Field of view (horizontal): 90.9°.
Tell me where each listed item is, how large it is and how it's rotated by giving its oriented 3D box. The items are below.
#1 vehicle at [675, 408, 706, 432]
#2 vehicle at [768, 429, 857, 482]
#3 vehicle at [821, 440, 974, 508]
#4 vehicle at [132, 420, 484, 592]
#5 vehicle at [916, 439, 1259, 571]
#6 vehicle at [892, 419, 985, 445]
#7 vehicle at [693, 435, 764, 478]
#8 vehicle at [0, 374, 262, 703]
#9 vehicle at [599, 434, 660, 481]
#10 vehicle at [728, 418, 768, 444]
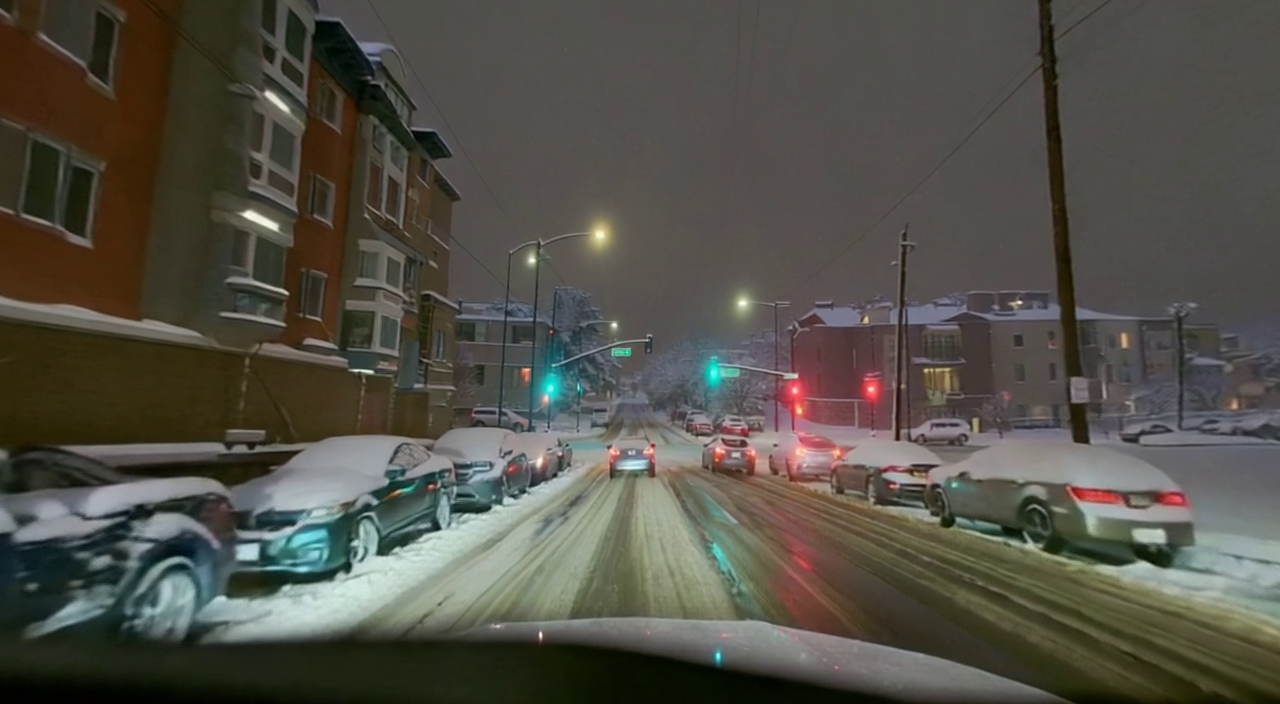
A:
[{"bbox_3d":[3.817,5.268,48.503,2.093,1.655,4.327,0,-9,1],"label":"vehicle"},{"bbox_3d":[6.184,3.773,23.189,1.999,1.752,4.502,0,-9,1],"label":"vehicle"},{"bbox_3d":[6.191,2.966,15.828,1.962,1.438,4.440,0,-9,0],"label":"vehicle"},{"bbox_3d":[-3.471,1.689,7.807,1.869,1.491,4.458,0,-9,1],"label":"vehicle"},{"bbox_3d":[6.102,2.086,9.469,1.938,1.487,4.371,0,-9,0],"label":"vehicle"},{"bbox_3d":[18.460,4.999,39.175,4.738,1.537,1.960,-1,-9,3],"label":"vehicle"},{"bbox_3d":[3.231,3.924,23.982,2.055,1.450,4.676,0,-9,1],"label":"vehicle"},{"bbox_3d":[-3.736,0.909,2.611,1.831,1.650,3.852,0,-9,2],"label":"vehicle"},{"bbox_3d":[-0.306,3.611,21.724,1.923,1.460,3.923,0,-9,1],"label":"vehicle"},{"bbox_3d":[6.581,4.889,38.762,1.815,1.519,3.491,0,-9,0],"label":"vehicle"}]
